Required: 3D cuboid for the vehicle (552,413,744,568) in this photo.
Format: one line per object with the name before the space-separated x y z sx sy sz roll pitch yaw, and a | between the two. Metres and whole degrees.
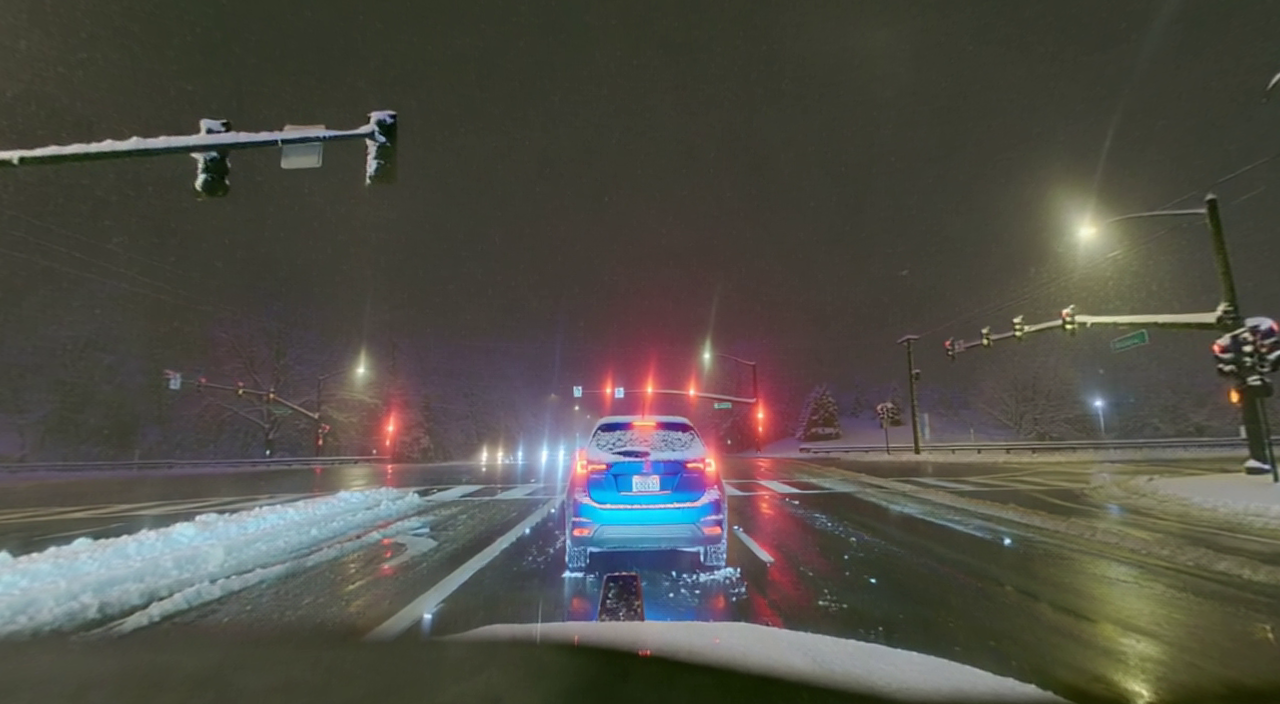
vehicle | 0.046 1.755 8.711 2.027 1.626 3.942 0 -8 -1
